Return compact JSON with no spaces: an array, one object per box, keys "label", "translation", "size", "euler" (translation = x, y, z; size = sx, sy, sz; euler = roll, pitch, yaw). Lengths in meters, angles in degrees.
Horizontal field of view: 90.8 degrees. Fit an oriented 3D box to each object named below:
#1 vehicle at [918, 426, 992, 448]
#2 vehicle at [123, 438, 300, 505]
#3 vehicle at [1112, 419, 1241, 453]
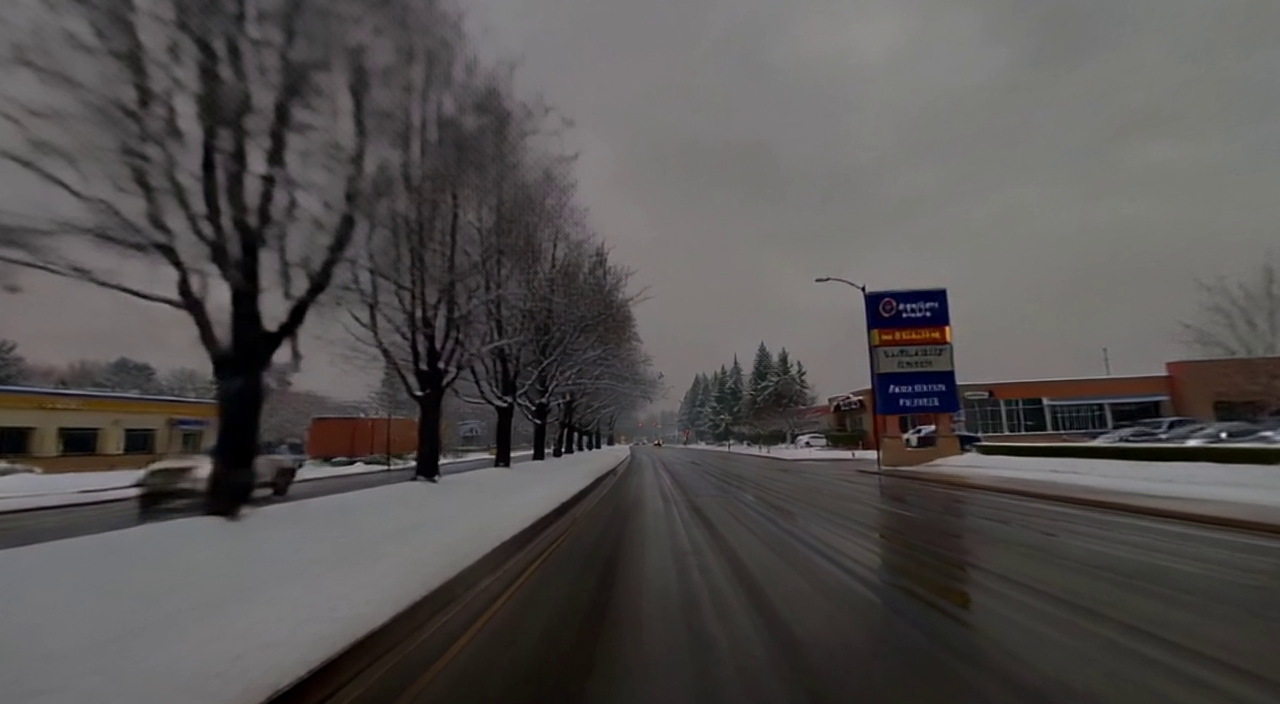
[{"label":"vehicle","translation":[22.266,6.005,44.729],"size":[4.171,1.492,1.999],"euler":[0,-8,2]},{"label":"vehicle","translation":[-11.332,3.149,17.131],"size":[1.896,1.593,4.014],"euler":[0,-8,1]},{"label":"vehicle","translation":[22.272,3.514,26.347],"size":[3.547,1.360,1.951],"euler":[0,-8,3]}]
